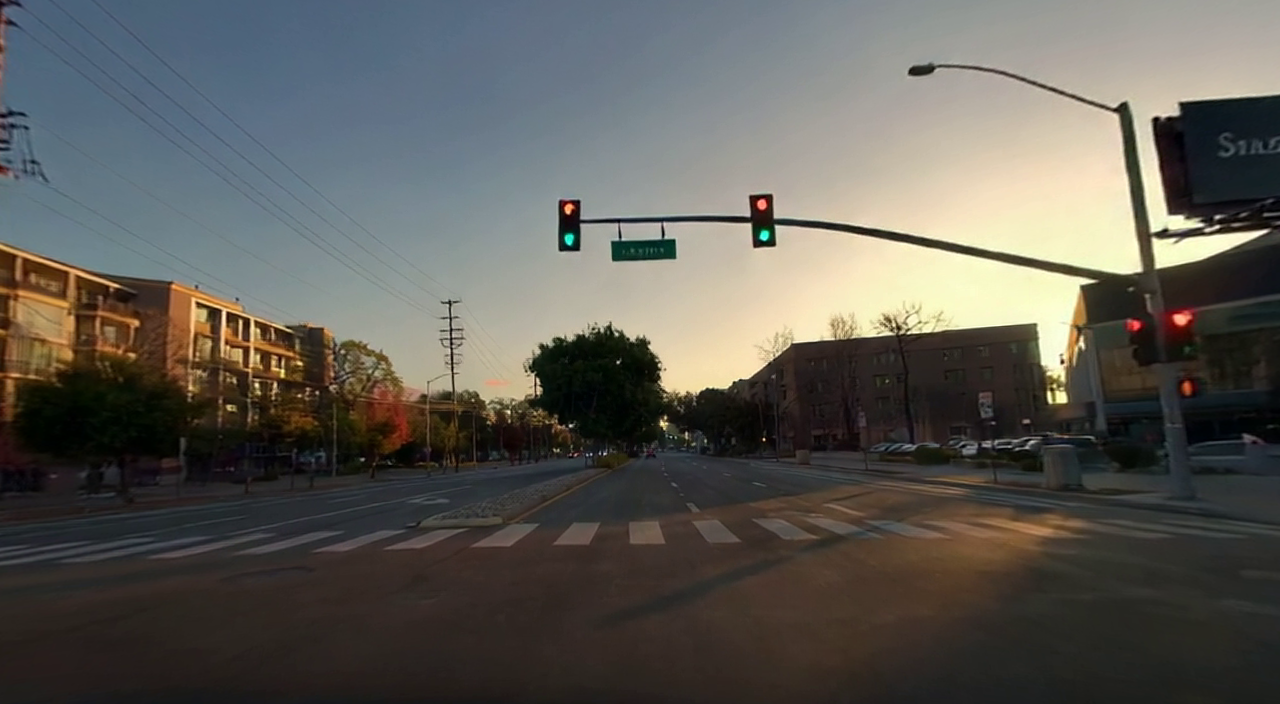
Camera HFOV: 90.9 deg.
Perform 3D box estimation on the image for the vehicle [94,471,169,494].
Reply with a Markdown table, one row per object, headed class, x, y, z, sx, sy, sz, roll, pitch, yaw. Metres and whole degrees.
| class | x | y | z | sx | sy | sz | roll | pitch | yaw |
| --- | --- | --- | --- | --- | --- | --- | --- | --- | --- |
| vehicle | -37.310 | 9.570 | 46.387 | 1.736 | 1.399 | 4.271 | -1 | -8 | 4 |
